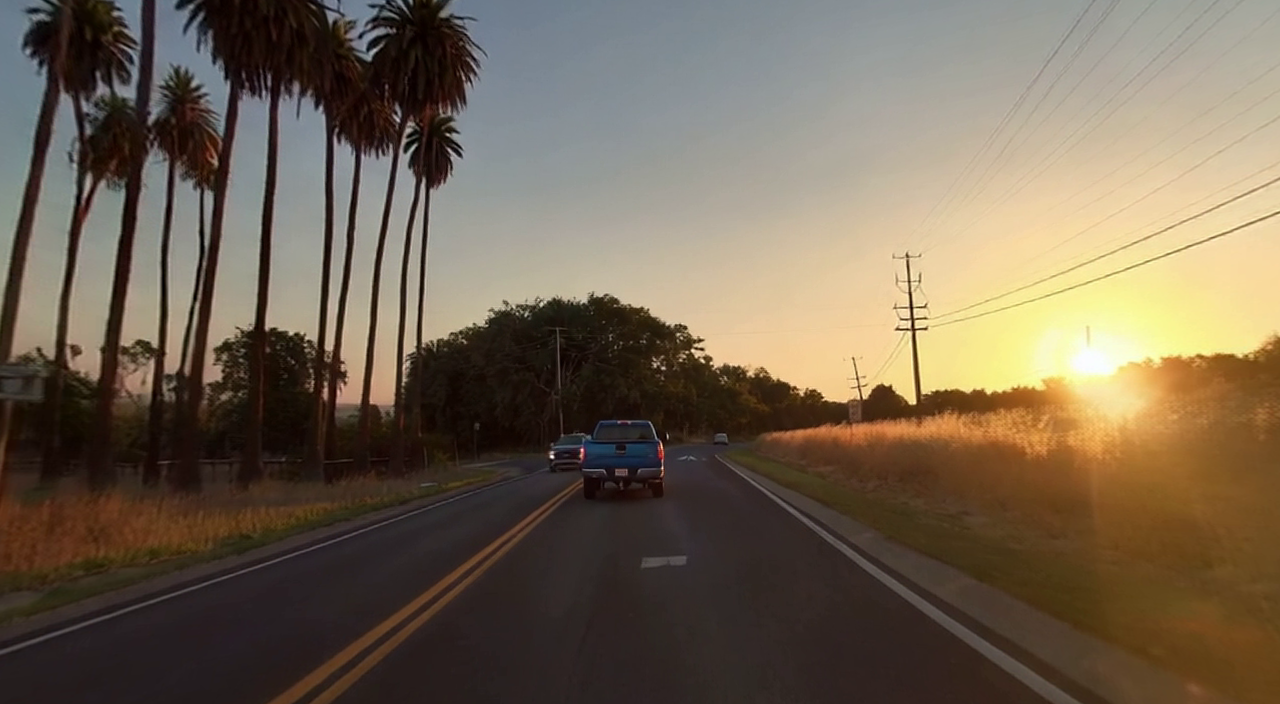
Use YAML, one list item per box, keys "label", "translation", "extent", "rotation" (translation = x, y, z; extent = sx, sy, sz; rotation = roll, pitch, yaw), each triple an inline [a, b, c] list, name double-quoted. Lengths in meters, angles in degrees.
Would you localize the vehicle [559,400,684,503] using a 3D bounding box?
- label: "vehicle"
  translation: [-0.451, 2.599, 16.729]
  extent: [2.693, 2.223, 5.885]
  rotation: [0, -8, -1]
